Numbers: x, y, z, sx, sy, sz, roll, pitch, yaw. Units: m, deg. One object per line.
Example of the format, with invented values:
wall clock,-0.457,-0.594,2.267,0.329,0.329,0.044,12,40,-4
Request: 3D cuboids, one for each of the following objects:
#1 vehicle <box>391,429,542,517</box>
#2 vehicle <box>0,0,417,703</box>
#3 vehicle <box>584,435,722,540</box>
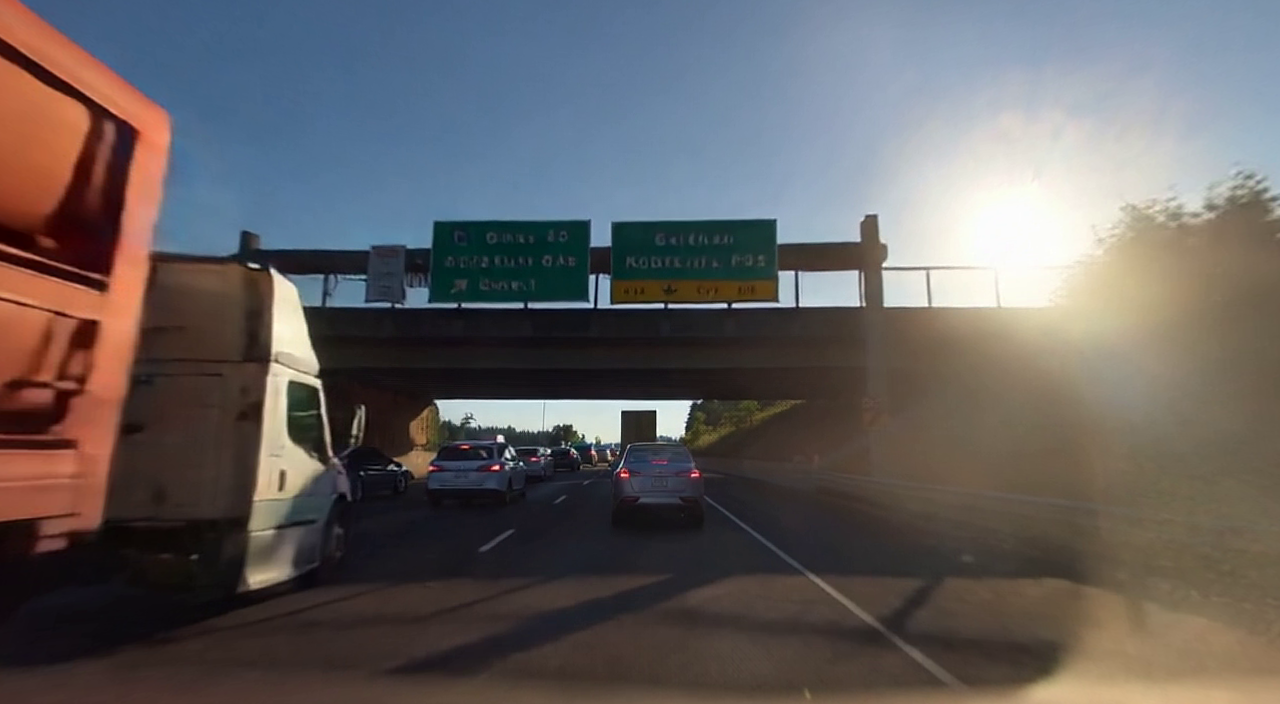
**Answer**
vehicle,-3.645,2.647,14.202,2.165,1.638,4.317,0,-9,0
vehicle,-3.876,0.130,2.835,2.832,3.293,7.782,0,-9,0
vehicle,0.161,2.235,10.914,1.995,1.495,3.380,0,-9,-1
